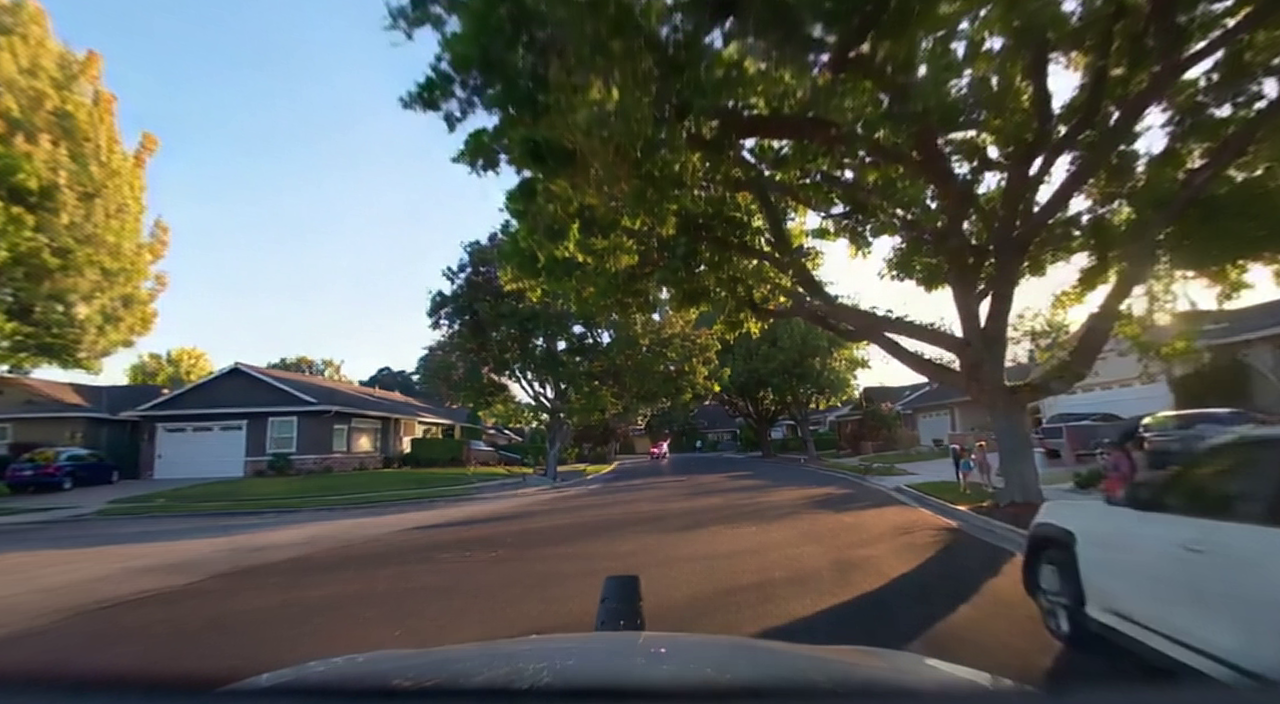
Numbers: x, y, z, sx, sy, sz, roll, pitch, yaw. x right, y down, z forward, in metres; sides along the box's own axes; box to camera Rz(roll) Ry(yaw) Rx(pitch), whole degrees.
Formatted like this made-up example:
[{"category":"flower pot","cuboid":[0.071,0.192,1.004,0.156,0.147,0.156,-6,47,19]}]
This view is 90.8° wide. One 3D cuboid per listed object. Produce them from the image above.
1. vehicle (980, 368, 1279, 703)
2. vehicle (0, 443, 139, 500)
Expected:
[{"category":"vehicle","cuboid":[3.819,1.027,3.225,2.053,1.737,4.375,-1,-9,6]},{"category":"vehicle","cuboid":[-20.704,4.168,22.471,2.021,1.798,4.491,0,-9,-1]}]
